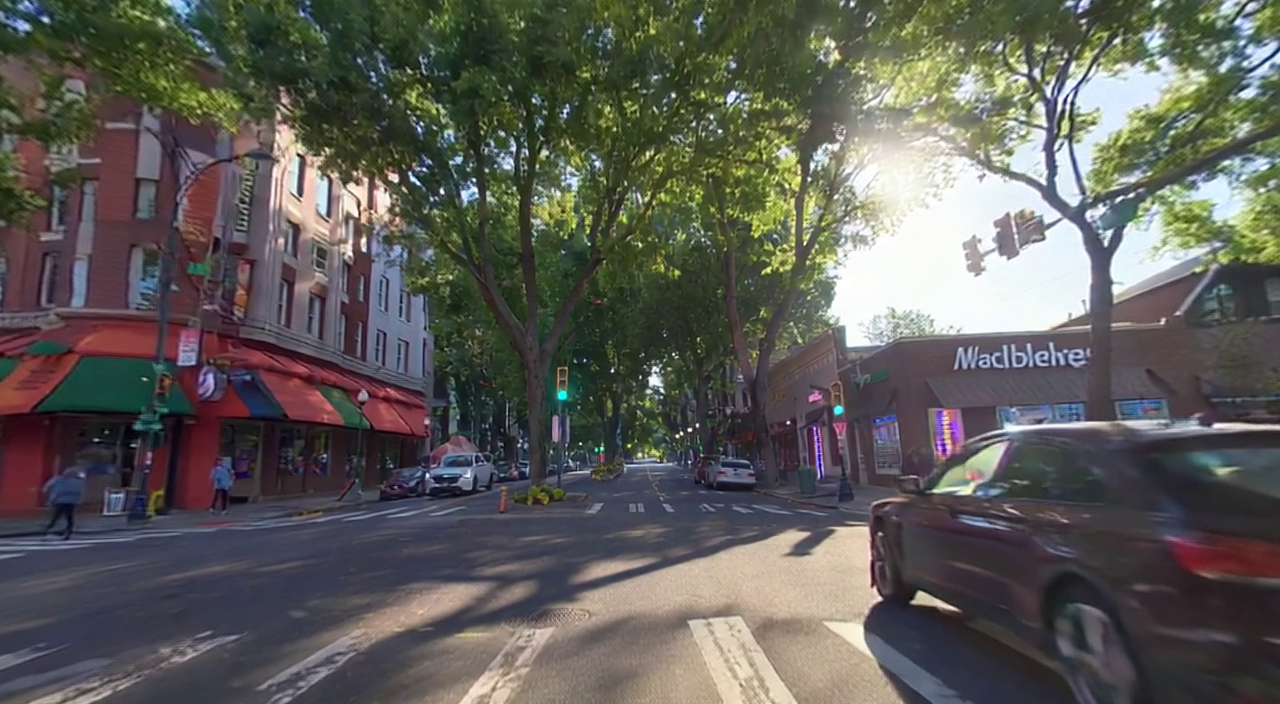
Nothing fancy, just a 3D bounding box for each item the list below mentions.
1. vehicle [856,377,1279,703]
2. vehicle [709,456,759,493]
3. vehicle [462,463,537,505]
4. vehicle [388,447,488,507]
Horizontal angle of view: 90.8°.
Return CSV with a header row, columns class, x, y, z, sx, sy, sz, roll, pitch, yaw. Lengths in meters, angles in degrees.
class,x,y,z,sx,sy,sz,roll,pitch,yaw
vehicle,2.737,1.124,3.854,1.822,1.654,2.794,0,-8,1
vehicle,5.195,6.809,35.544,2.010,1.844,4.386,0,-8,-2
vehicle,-5.744,5.436,26.424,1.983,1.438,4.559,0,-8,1
vehicle,-8.776,5.438,28.172,2.489,2.323,5.843,0,-8,0
